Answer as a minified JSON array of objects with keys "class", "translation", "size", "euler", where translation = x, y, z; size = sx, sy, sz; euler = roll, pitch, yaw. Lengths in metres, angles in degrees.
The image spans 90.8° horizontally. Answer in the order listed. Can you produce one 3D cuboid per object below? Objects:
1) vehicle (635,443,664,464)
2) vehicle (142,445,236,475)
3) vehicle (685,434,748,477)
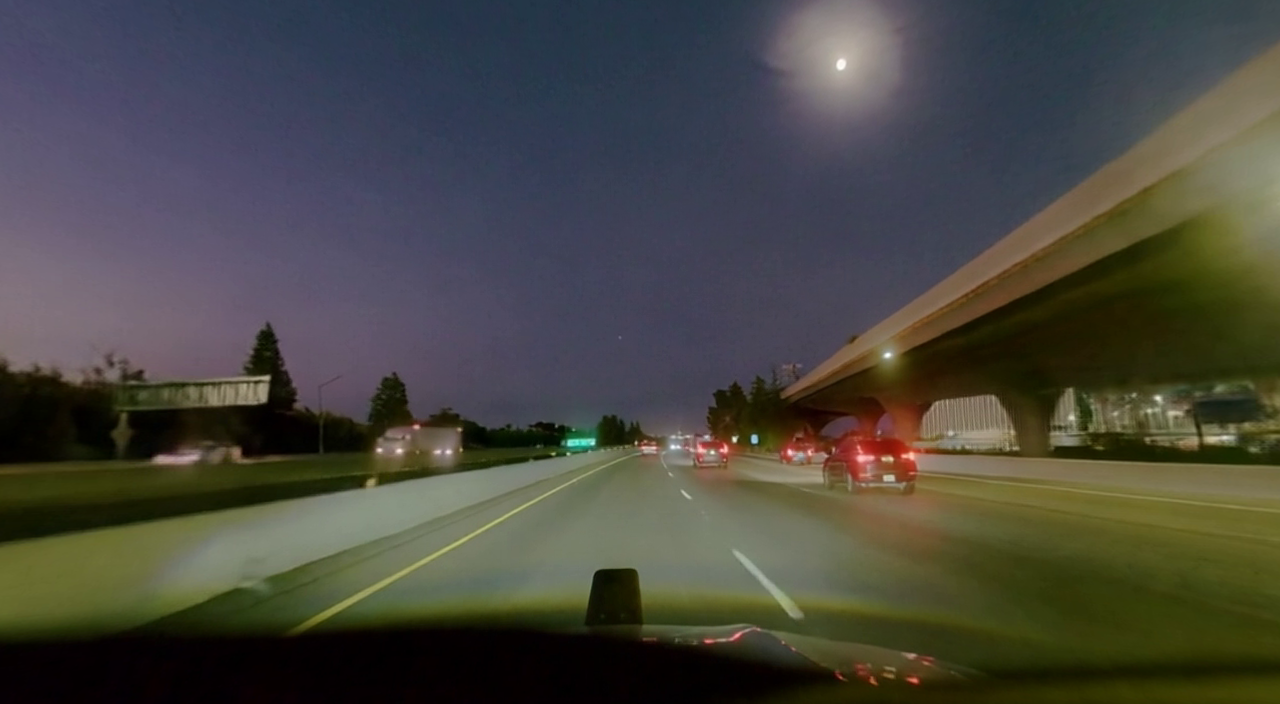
[{"class":"vehicle","translation":[0.714,7.635,47.569],"size":[2.046,1.475,3.784],"euler":[0,-9,1]},{"class":"vehicle","translation":[-23.777,5.717,33.543],"size":[1.740,1.468,4.371],"euler":[0,-9,1]},{"class":"vehicle","translation":[3.399,4.751,29.208],"size":[2.226,1.779,4.835],"euler":[0,-9,-1]}]
